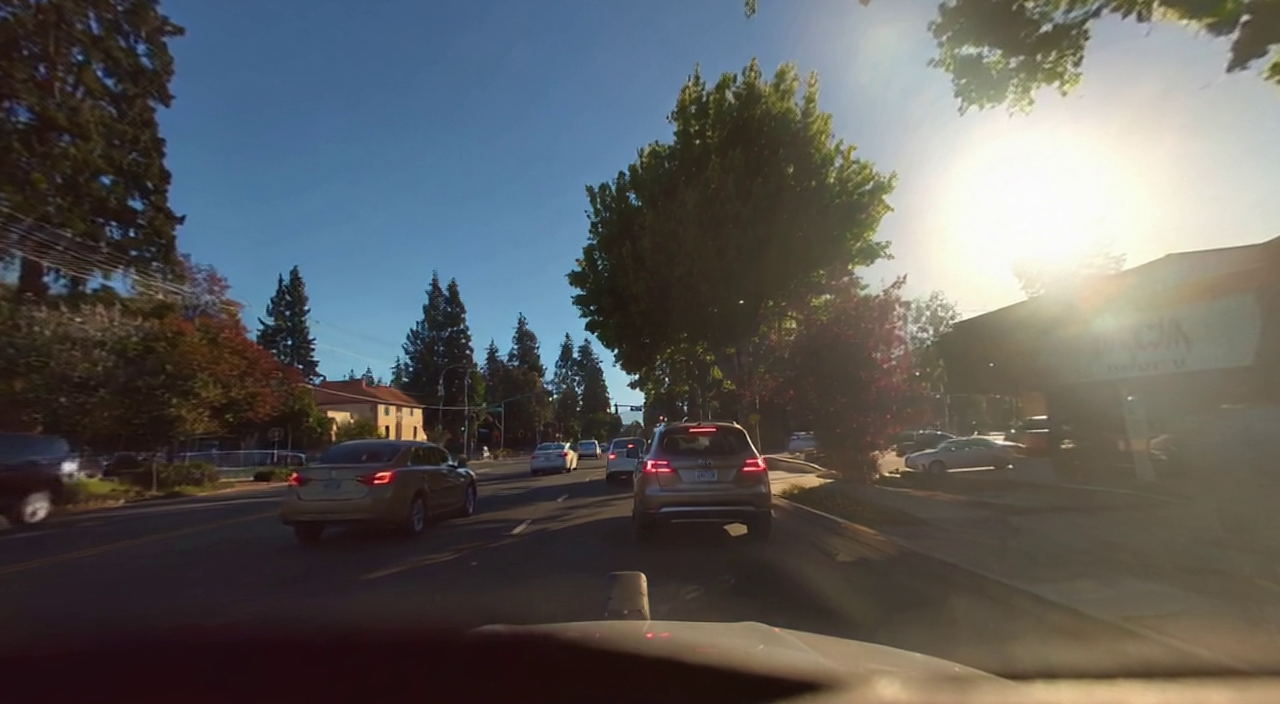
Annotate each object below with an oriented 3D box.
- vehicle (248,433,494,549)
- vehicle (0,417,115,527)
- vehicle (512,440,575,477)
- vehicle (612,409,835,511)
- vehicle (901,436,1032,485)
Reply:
[{"bbox_3d":[-3.949,2.097,10.225,2.026,1.466,4.282,0,-8,1],"label":"vehicle"},{"bbox_3d":[-17.064,2.973,15.534,2.537,2.696,6.281,0,-9,1],"label":"vehicle"},{"bbox_3d":[-4.039,4.536,27.007,2.042,1.470,4.123,0,-8,0],"label":"vehicle"},{"bbox_3d":[1.780,2.419,14.403,4.642,1.955,2.052,-7,-11,39],"label":"vehicle"},{"bbox_3d":[12.296,4.105,23.836,3.871,1.525,1.835,-3,-9,0],"label":"vehicle"}]
